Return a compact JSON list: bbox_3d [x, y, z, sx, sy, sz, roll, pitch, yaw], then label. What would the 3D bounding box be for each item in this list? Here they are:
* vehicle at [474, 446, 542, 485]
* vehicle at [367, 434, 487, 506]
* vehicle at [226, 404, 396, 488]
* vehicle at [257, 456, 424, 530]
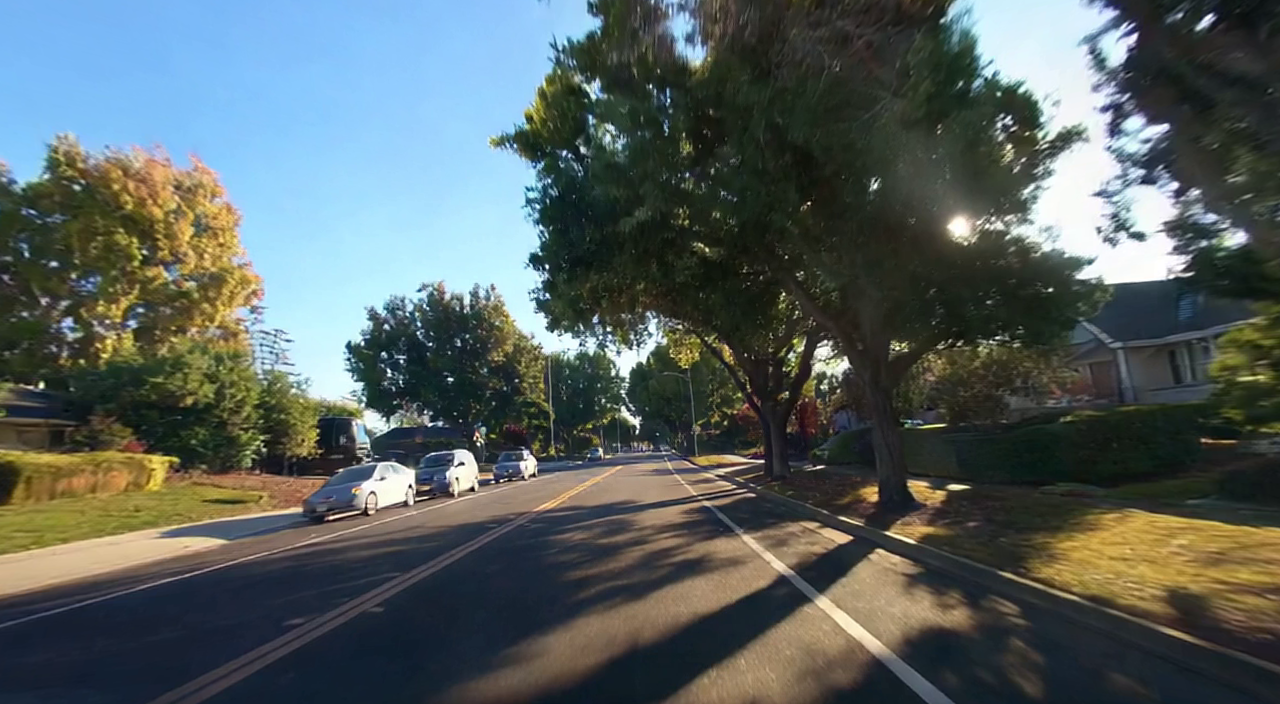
[{"bbox_3d":[-6.461,5.629,31.680,1.984,1.732,5.628,-1,-9,2],"label":"vehicle"},{"bbox_3d":[-6.781,3.851,20.833,2.012,1.902,5.437,-4,-10,1],"label":"vehicle"},{"bbox_3d":[-13.985,4.065,27.130,6.042,3.086,2.589,-5,-9,9],"label":"vehicle"},{"bbox_3d":[-7.051,3.322,15.458,1.960,1.486,4.217,-1,-9,1],"label":"vehicle"}]
